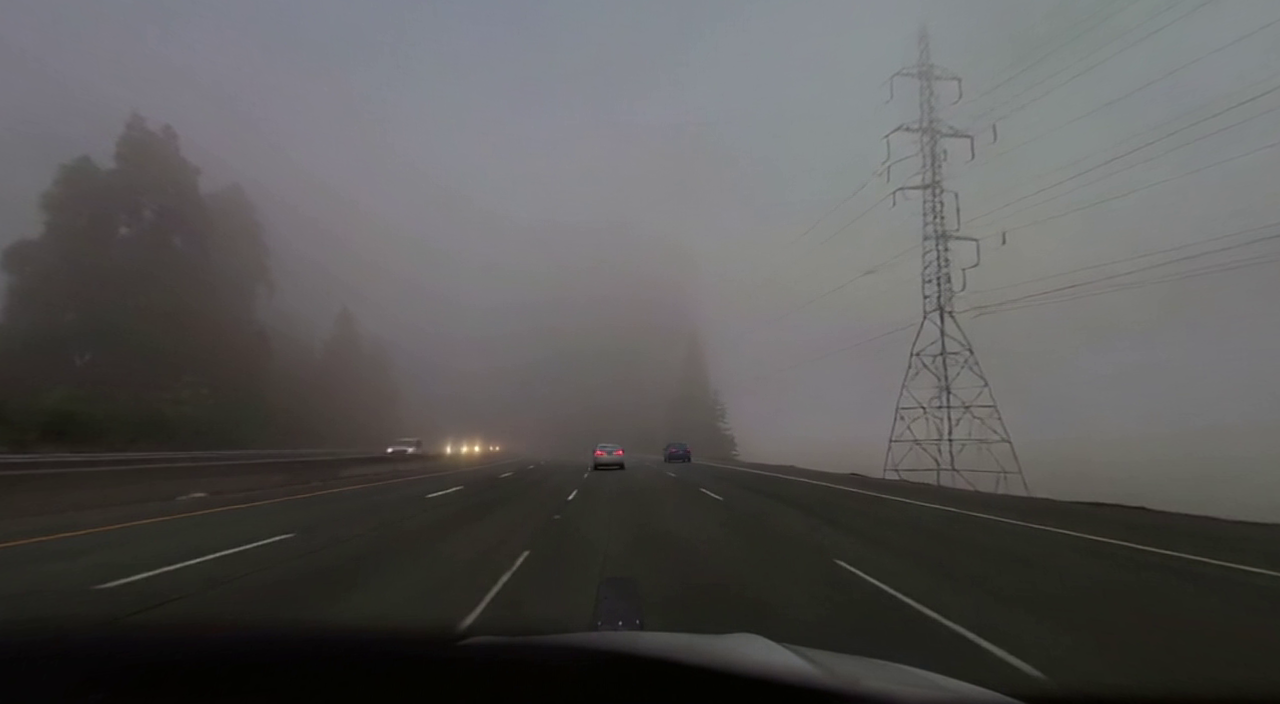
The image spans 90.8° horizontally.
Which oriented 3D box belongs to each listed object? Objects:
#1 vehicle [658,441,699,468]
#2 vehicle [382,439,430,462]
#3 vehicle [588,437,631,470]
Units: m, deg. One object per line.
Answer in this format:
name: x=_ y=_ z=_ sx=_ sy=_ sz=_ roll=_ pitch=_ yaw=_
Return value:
vehicle: x=2.174 y=5.950 z=36.802 sx=1.789 sy=1.503 sz=3.897 roll=1 pitch=-8 yaw=-5
vehicle: x=-16.248 y=6.851 z=44.112 sx=1.890 sy=1.507 sz=4.764 roll=1 pitch=-8 yaw=-4
vehicle: x=-1.691 y=5.536 z=34.634 sx=2.188 sy=1.714 sz=3.921 roll=0 pitch=-8 yaw=-3
